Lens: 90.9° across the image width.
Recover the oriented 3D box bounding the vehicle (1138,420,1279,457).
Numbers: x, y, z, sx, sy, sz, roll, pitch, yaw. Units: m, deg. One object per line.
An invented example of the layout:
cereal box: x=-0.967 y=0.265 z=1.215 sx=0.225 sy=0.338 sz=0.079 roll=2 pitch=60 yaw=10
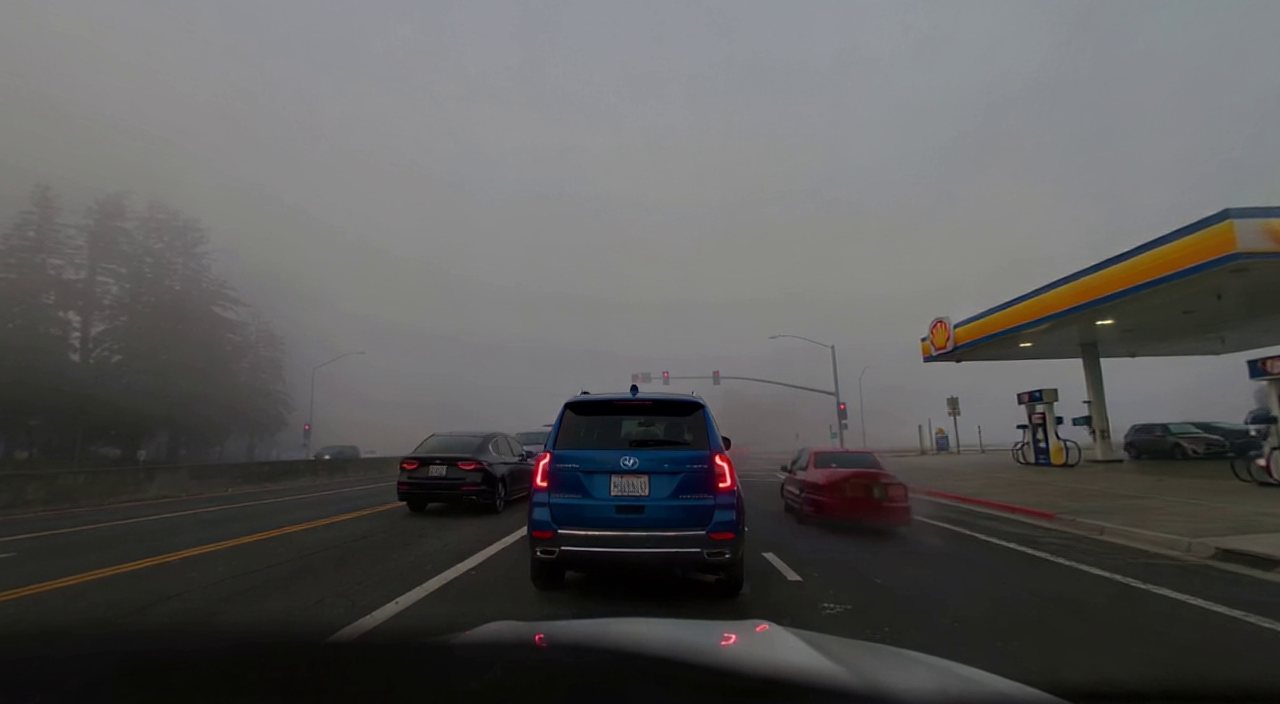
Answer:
vehicle: x=25.966 y=3.967 z=28.776 sx=4.551 sy=1.616 sz=1.973 roll=-2 pitch=-9 yaw=11

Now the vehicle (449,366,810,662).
vehicle: x=0.014 y=1.319 z=6.145 sx=2.236 sy=1.819 sz=4.291 roll=-1 pitch=-9 yaw=3

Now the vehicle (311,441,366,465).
vehicle: x=-23.318 y=7.806 z=48.920 sx=1.988 sy=1.741 sz=4.522 roll=0 pitch=-9 yaw=0

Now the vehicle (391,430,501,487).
vehicle: x=-6.632 y=3.708 z=22.200 sx=2.065 sy=1.753 sz=4.525 roll=-1 pitch=-9 yaw=6
